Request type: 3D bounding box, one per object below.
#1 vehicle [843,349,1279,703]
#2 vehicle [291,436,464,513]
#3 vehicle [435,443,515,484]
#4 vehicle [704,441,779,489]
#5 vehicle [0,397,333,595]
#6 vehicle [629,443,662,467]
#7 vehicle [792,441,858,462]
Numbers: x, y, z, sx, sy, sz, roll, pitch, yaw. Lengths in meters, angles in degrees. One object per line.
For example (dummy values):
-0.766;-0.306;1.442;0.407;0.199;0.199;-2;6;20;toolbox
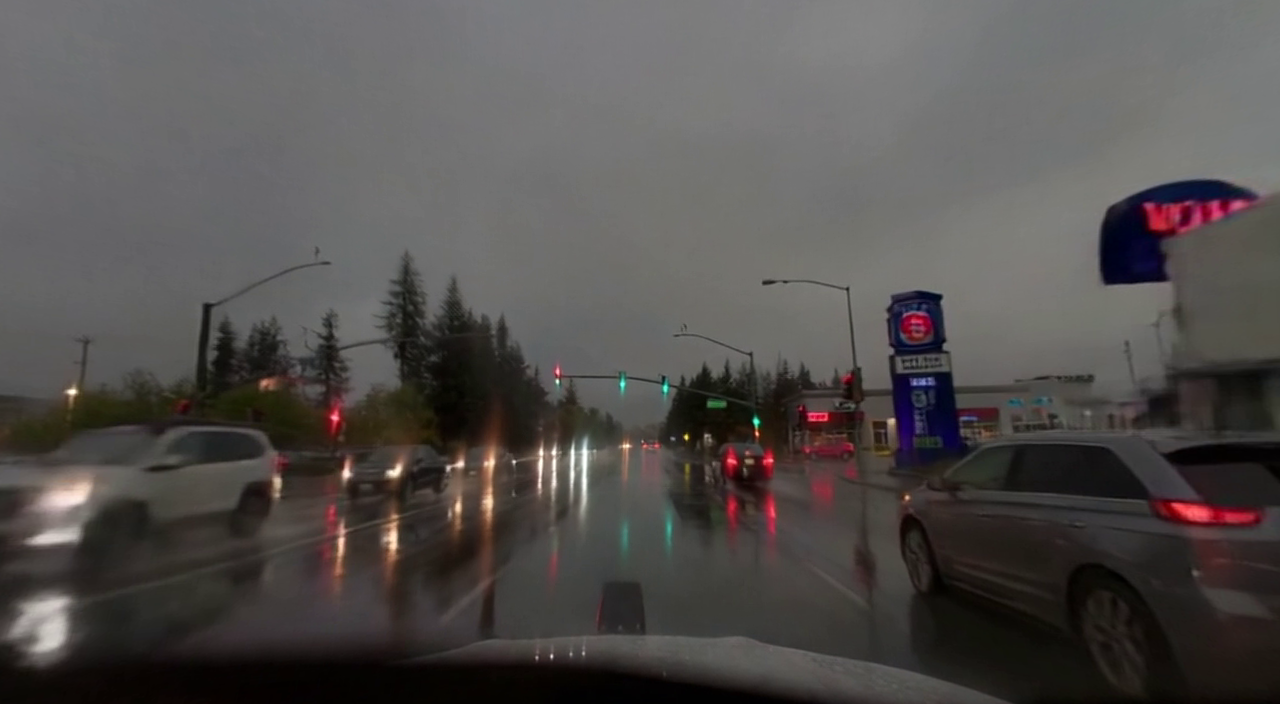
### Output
3.211;1.096;4.121;2.174;1.596;4.779;0;-8;0;vehicle
-6.143;2.909;15.605;2.176;1.591;4.778;0;-8;1;vehicle
-6.501;4.426;25.356;2.038;1.484;4.273;0;-8;0;vehicle
3.385;3.829;21.831;1.842;1.480;4.155;0;-8;-1;vehicle
-6.228;1.690;8.303;2.136;1.837;4.669;0;-8;-2;vehicle
0.328;6.617;40.667;2.008;1.464;4.052;0;-8;-1;vehicle
13.839;7.506;47.502;4.370;1.517;1.939;-1;-9;3;vehicle
